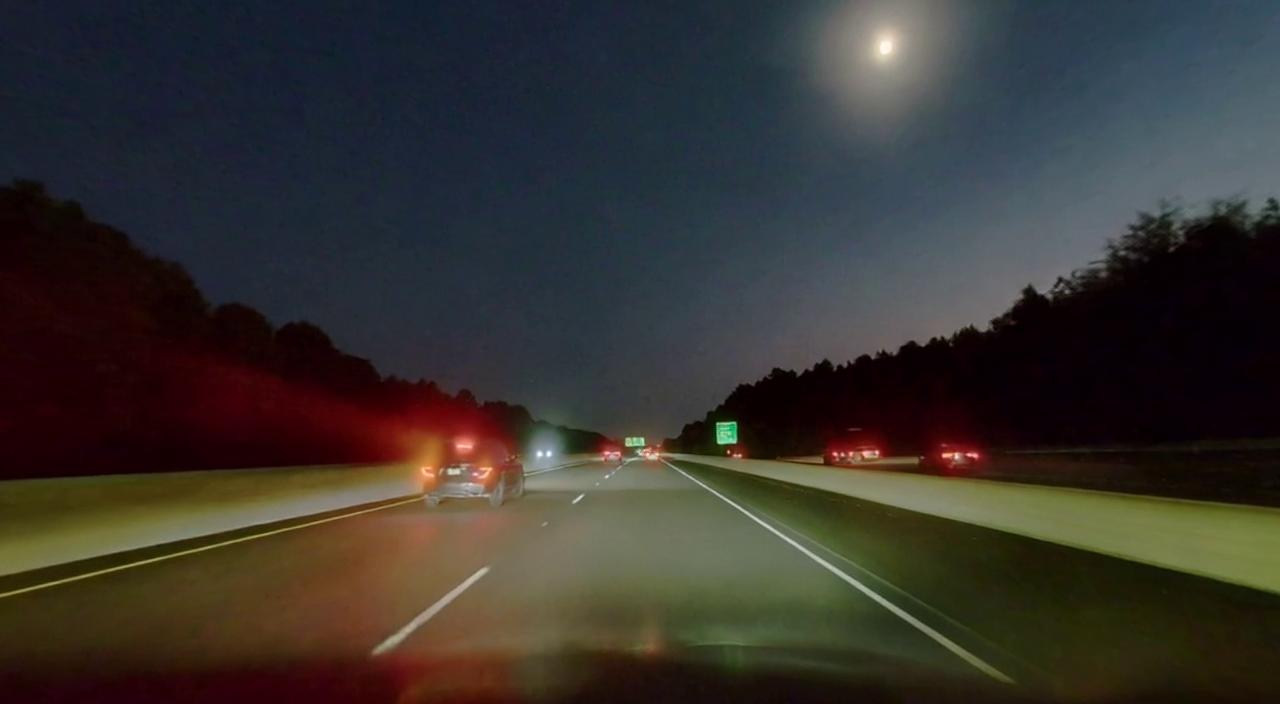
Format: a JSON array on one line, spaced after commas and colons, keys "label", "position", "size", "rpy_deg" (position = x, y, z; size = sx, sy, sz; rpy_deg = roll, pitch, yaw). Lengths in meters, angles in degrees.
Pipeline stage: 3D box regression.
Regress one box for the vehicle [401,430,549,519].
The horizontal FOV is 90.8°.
[{"label": "vehicle", "position": [-3.389, 2.619, 13.958], "size": [2.037, 1.638, 4.274], "rpy_deg": [0, -9, 1]}]
